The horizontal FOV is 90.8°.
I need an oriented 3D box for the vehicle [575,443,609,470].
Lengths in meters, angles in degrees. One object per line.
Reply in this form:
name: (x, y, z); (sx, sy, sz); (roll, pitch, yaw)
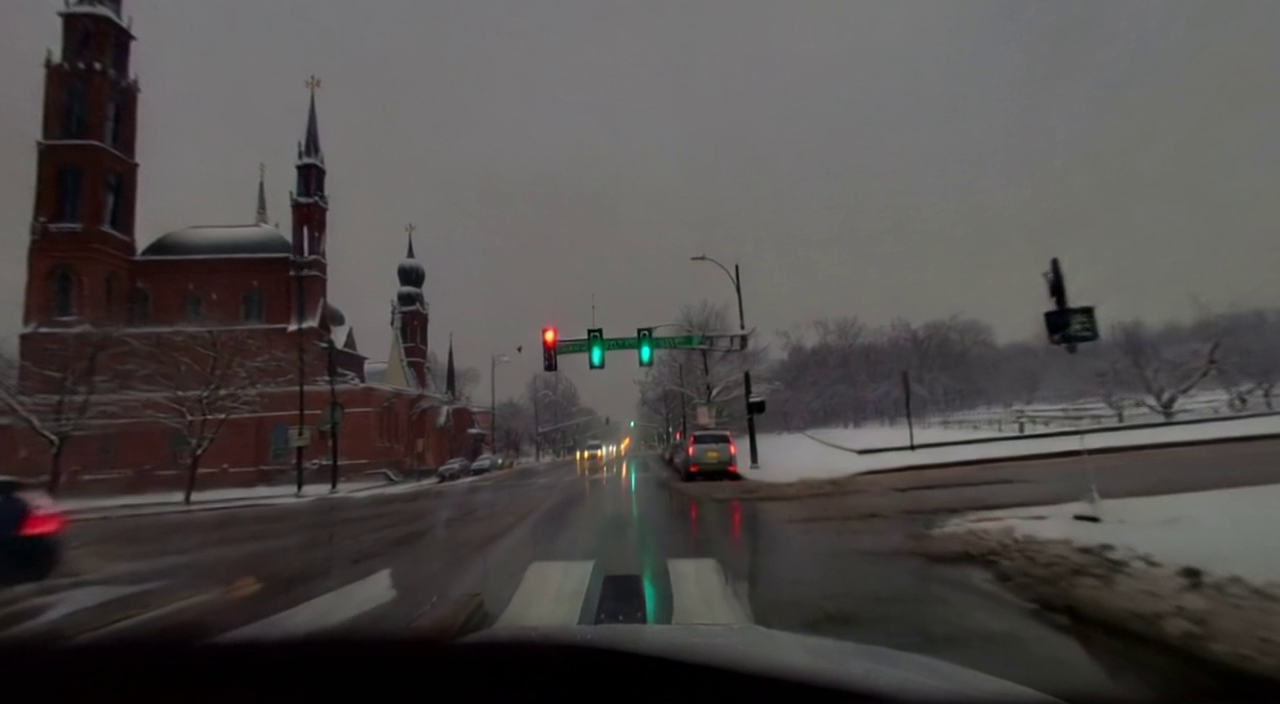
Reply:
vehicle: (-3.668, 8.057, 48.994); (2.293, 1.936, 4.737); (0, -9, -1)

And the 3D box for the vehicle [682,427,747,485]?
vehicle: (2.796, 4.067, 24.961); (2.074, 2.041, 5.045); (-1, -9, 1)

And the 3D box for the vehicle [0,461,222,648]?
vehicle: (-6.328, 1.677, 5.092); (1.881, 1.476, 4.620); (-4, -9, 20)
